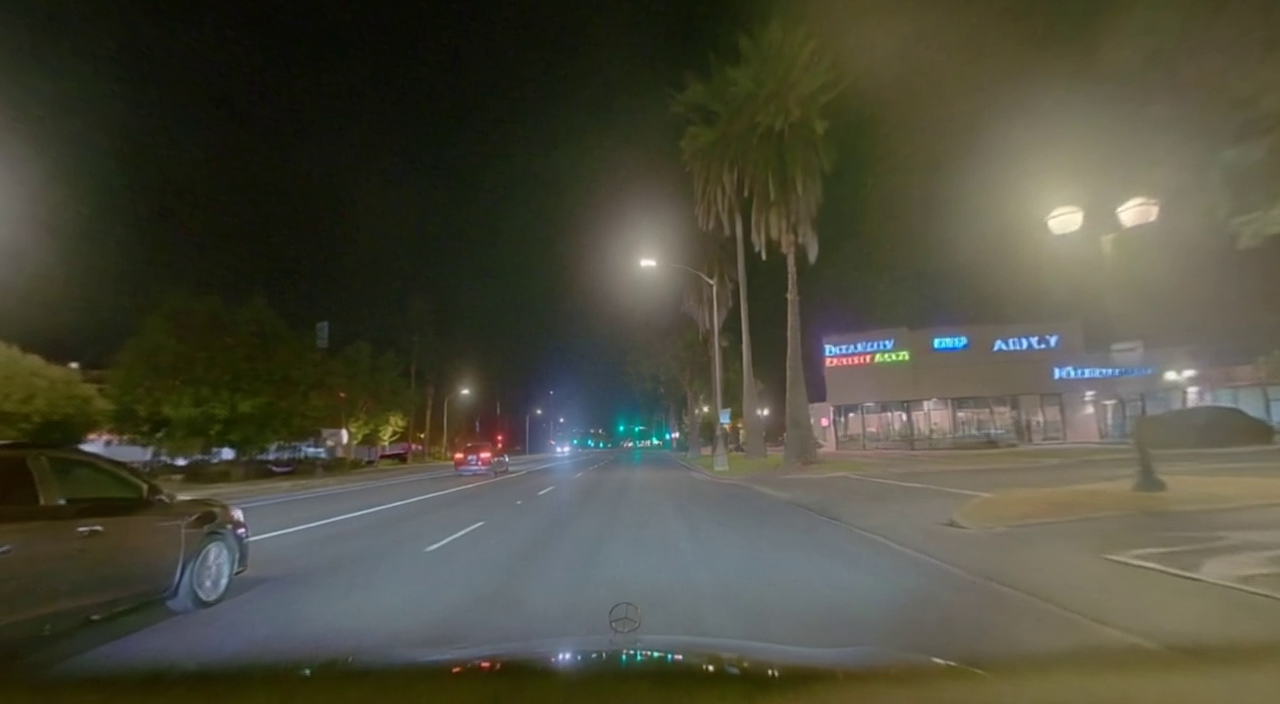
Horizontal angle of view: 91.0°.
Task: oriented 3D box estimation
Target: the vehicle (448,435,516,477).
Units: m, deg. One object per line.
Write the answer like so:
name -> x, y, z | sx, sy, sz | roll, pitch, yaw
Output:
vehicle -> -7.516, 4.992, 30.408 | 2.136, 1.844, 4.363 | 0, -8, 1

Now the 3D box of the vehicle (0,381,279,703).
vehicle -> -4.201, 1.024, 3.376 | 2.041, 1.666, 4.182 | 0, -8, -1
